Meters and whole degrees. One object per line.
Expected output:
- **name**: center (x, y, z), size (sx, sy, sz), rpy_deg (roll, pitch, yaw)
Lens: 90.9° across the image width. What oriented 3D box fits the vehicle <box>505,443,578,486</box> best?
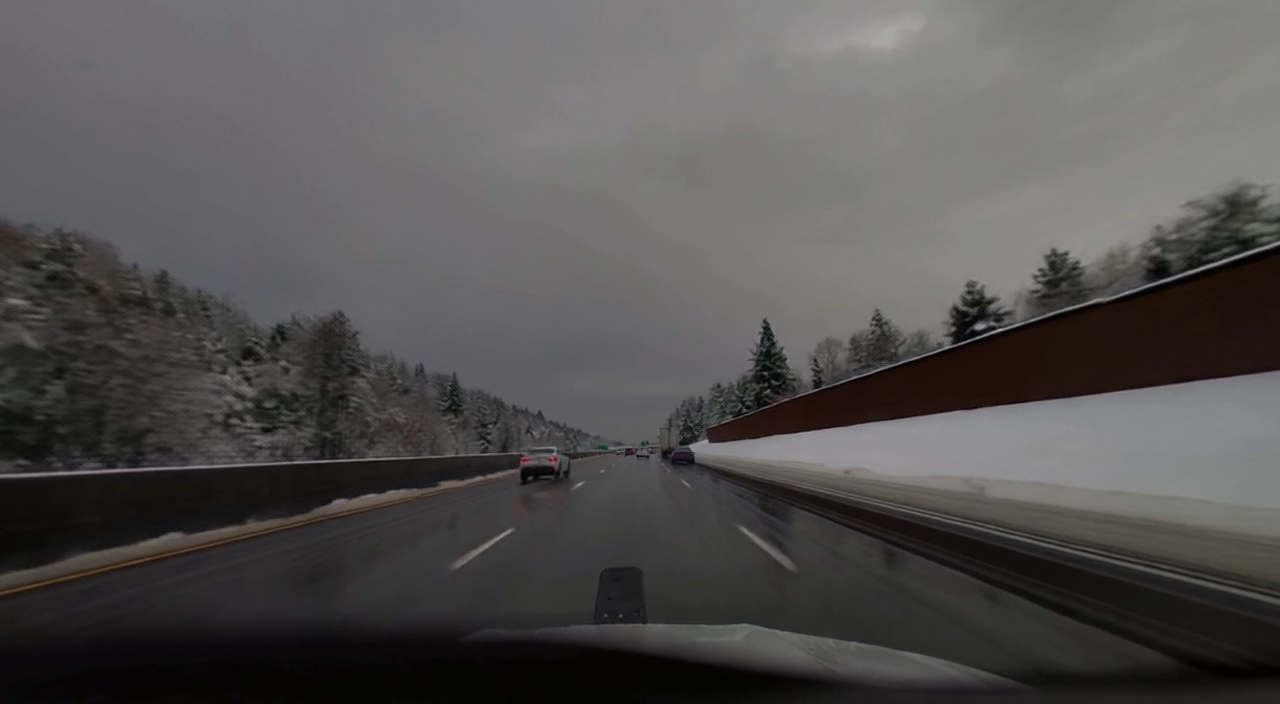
- **vehicle**: center (-3.943, 4.625, 26.247), size (2.129, 1.559, 5.272), rpy_deg (0, -9, 1)
